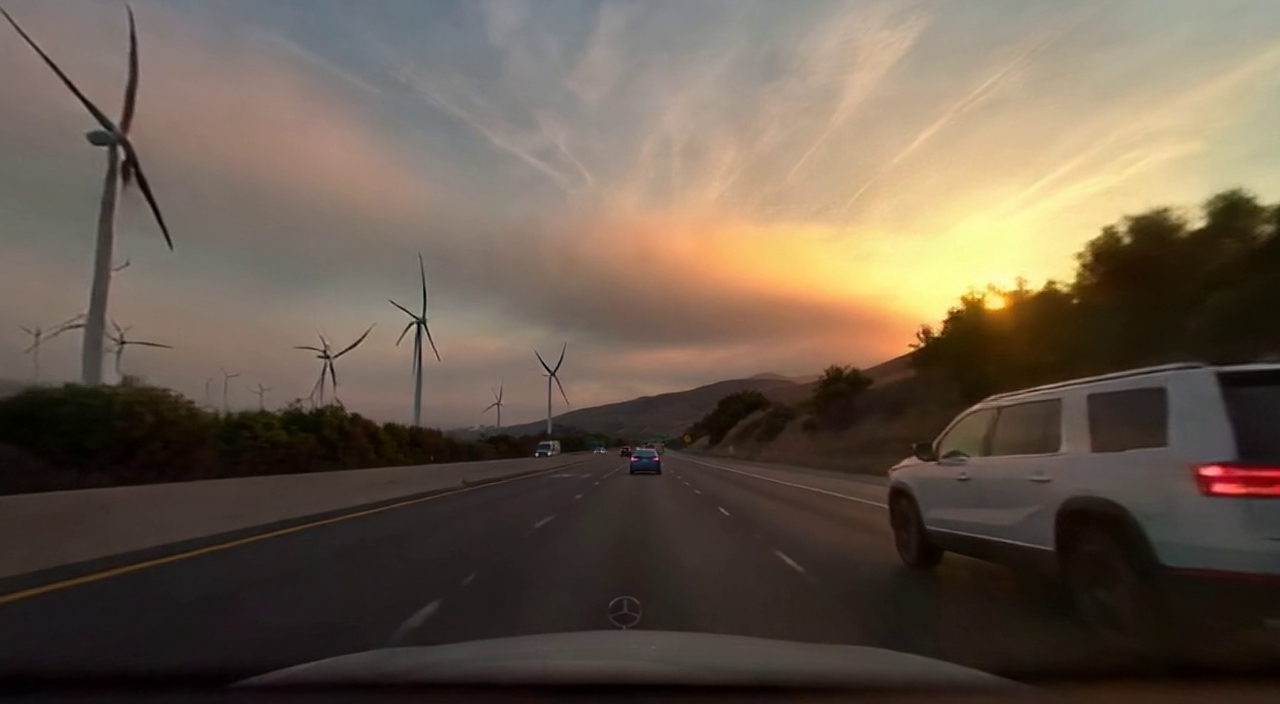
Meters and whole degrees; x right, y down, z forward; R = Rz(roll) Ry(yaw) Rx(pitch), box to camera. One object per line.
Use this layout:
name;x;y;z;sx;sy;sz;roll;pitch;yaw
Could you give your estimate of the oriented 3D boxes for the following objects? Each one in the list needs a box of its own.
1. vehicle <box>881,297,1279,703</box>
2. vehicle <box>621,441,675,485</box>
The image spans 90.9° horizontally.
vehicle;3.710;0.975;4.306;2.104;1.861;4.956;0;-9;0
vehicle;0.298;4.567;26.202;2.083;1.653;3.787;0;-9;-1
